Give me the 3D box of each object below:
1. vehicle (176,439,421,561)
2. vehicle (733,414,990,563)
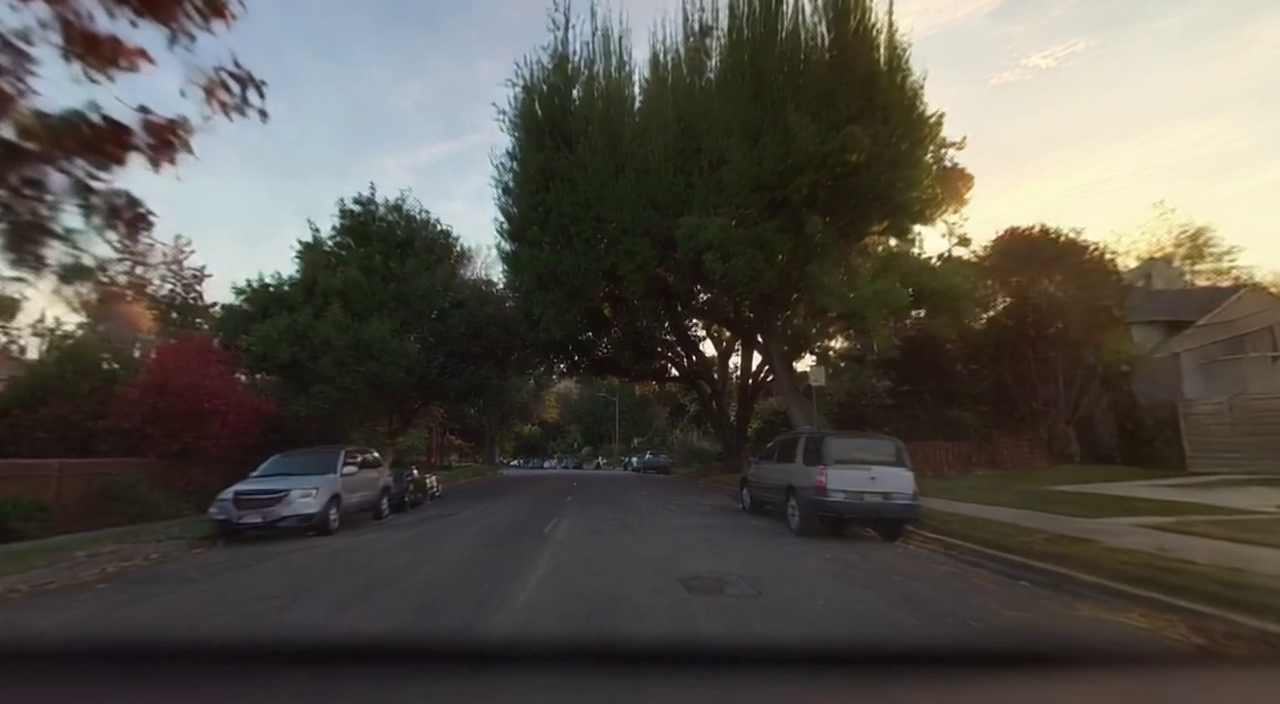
[{"bbox_3d":[-5.699,2.429,11.371,2.051,1.575,4.581,-3,-7,-3],"label":"vehicle"},{"bbox_3d":[3.011,1.961,9.824,2.163,1.742,4.239,0,-8,-5],"label":"vehicle"}]
